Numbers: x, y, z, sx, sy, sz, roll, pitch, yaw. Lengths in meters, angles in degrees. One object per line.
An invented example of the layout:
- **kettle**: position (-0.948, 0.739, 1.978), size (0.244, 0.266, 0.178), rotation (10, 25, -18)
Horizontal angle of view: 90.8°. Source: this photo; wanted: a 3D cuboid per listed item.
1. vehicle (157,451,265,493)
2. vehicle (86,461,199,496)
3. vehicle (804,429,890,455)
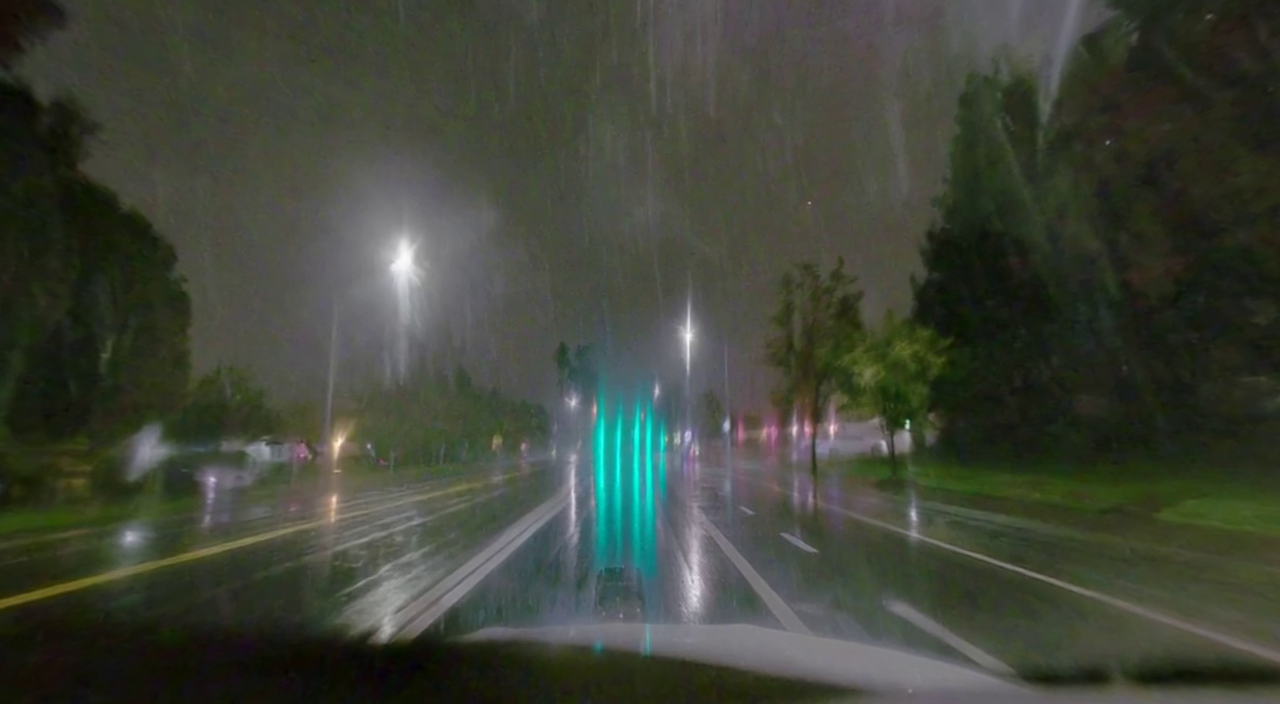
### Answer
- **vehicle**: position (-21.022, 5.874, 31.268), size (2.128, 1.839, 4.830), rotation (1, -9, -4)
- **vehicle**: position (-23.940, 6.082, 30.639), size (2.020, 1.477, 4.332), rotation (1, -9, -2)
- **vehicle**: position (13.159, 5.736, 40.363), size (4.710, 1.612, 1.999), rotation (0, -8, -2)
